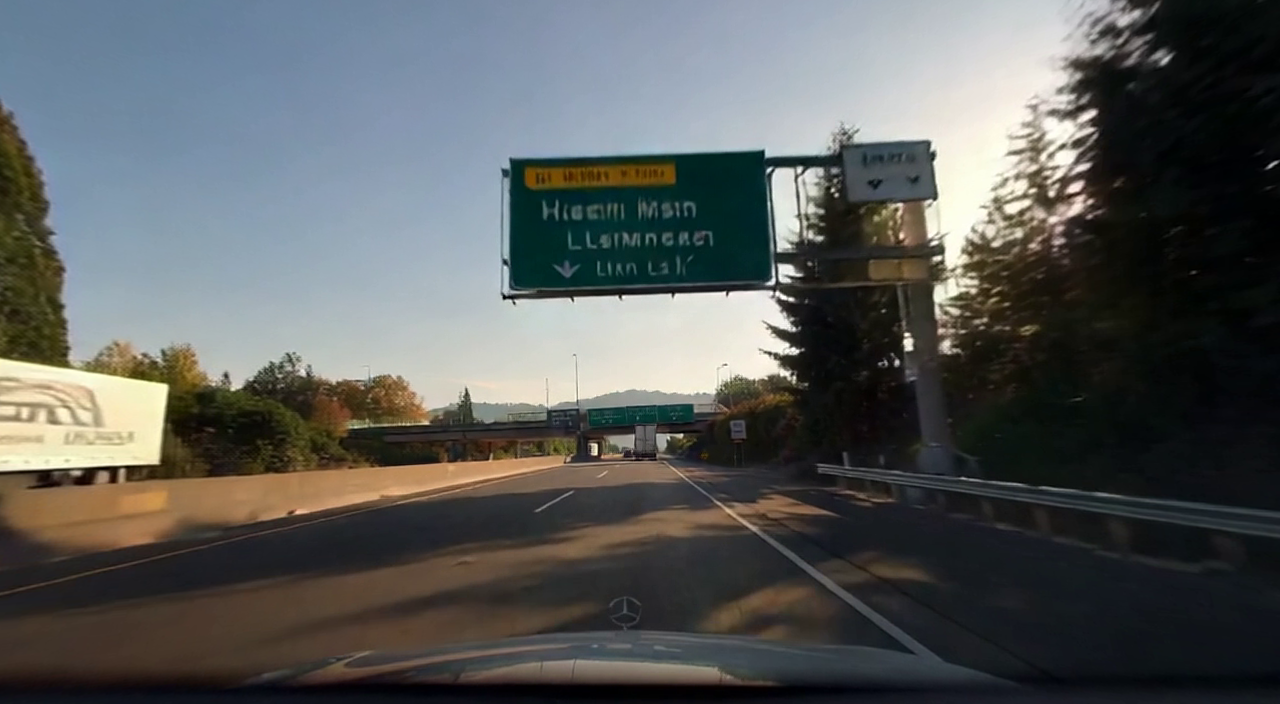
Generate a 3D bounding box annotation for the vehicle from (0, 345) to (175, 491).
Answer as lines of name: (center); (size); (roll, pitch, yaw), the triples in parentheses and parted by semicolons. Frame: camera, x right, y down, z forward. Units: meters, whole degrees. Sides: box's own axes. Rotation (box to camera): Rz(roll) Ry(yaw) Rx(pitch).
vehicle: (-18.018, 1.852, 17.319); (3.010, 3.718, 9.772); (0, -8, 0)
